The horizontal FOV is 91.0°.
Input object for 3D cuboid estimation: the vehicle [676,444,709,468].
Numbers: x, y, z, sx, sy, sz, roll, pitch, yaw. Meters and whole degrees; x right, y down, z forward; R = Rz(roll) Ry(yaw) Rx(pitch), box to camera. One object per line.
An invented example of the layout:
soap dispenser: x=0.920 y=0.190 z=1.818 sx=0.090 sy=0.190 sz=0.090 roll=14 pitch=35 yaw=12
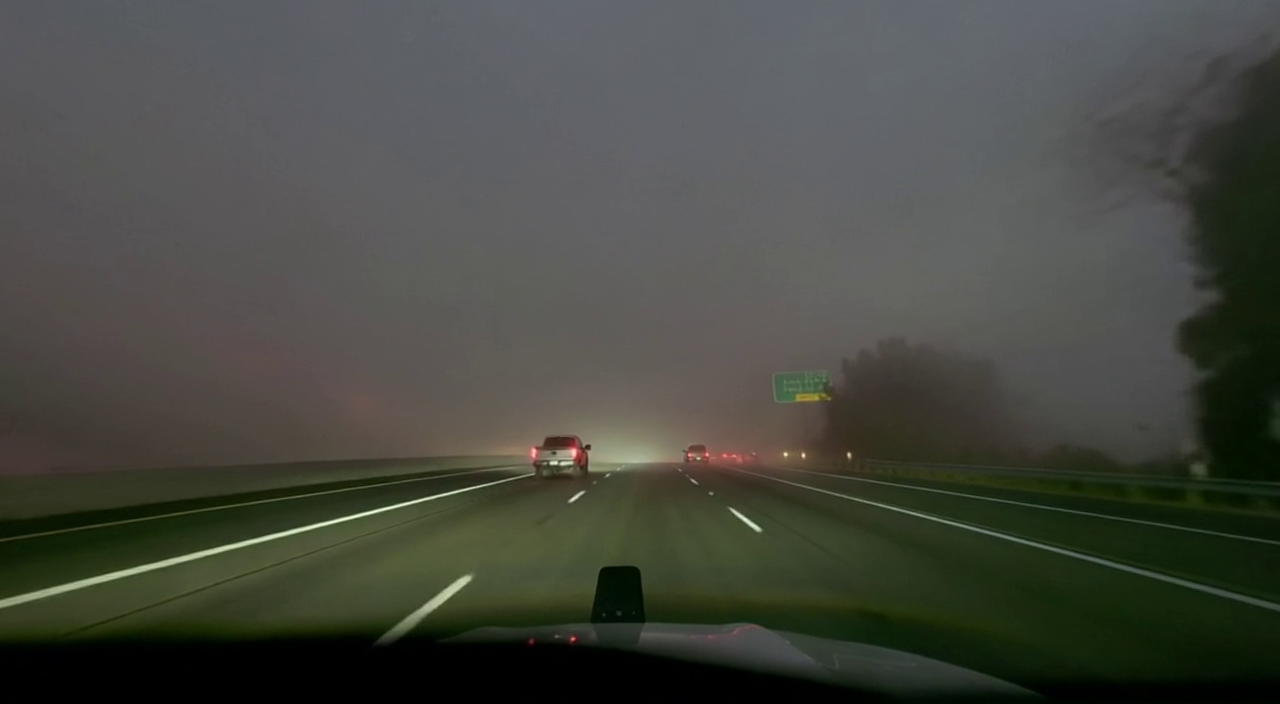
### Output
vehicle: x=3.851 y=7.671 z=46.694 sx=2.095 sy=1.668 sz=4.135 roll=0 pitch=-9 yaw=0

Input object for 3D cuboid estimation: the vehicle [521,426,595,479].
vehicle: x=-3.716 y=4.784 z=30.083 sx=2.496 sy=2.203 sz=6.317 roll=0 pitch=-9 yaw=2
